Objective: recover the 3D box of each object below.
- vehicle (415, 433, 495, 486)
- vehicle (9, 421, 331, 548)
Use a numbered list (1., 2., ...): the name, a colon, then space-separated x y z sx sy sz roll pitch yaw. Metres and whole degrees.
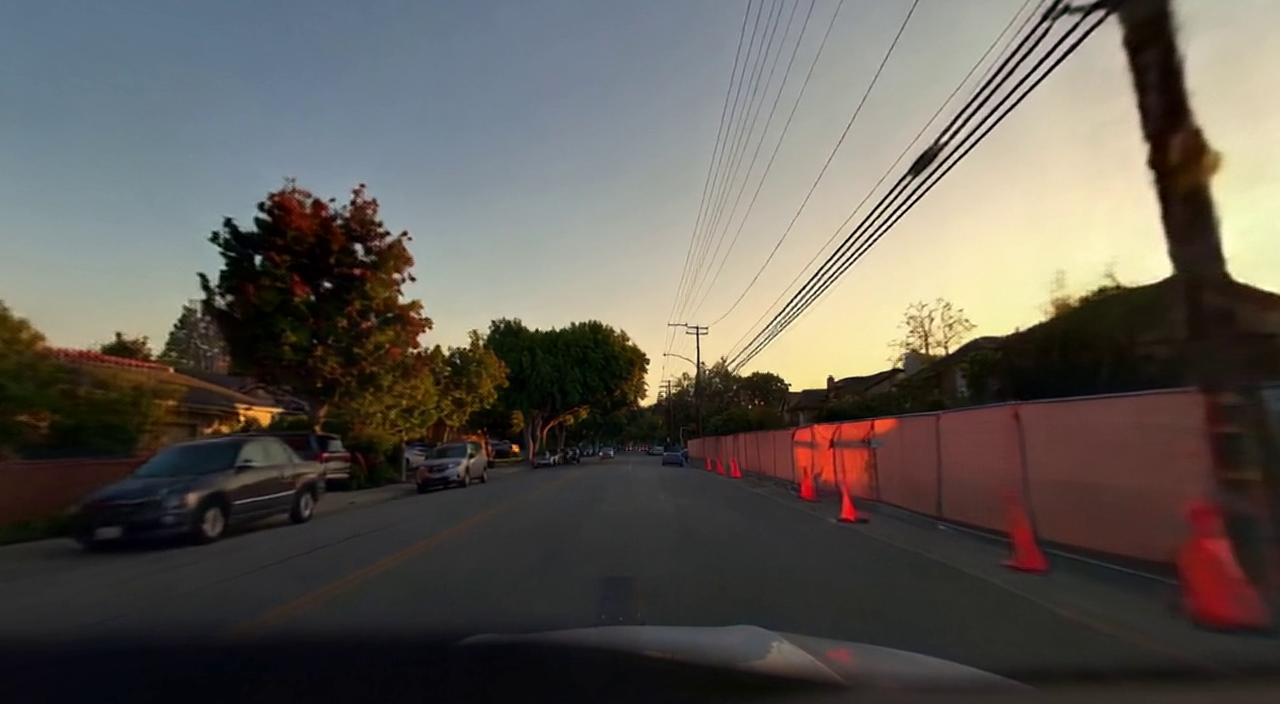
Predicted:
1. vehicle: -6.837 4.029 23.780 1.932 1.743 4.079 -1 -10 -2
2. vehicle: -7.684 2.198 11.154 2.019 1.723 4.650 0 -9 1
